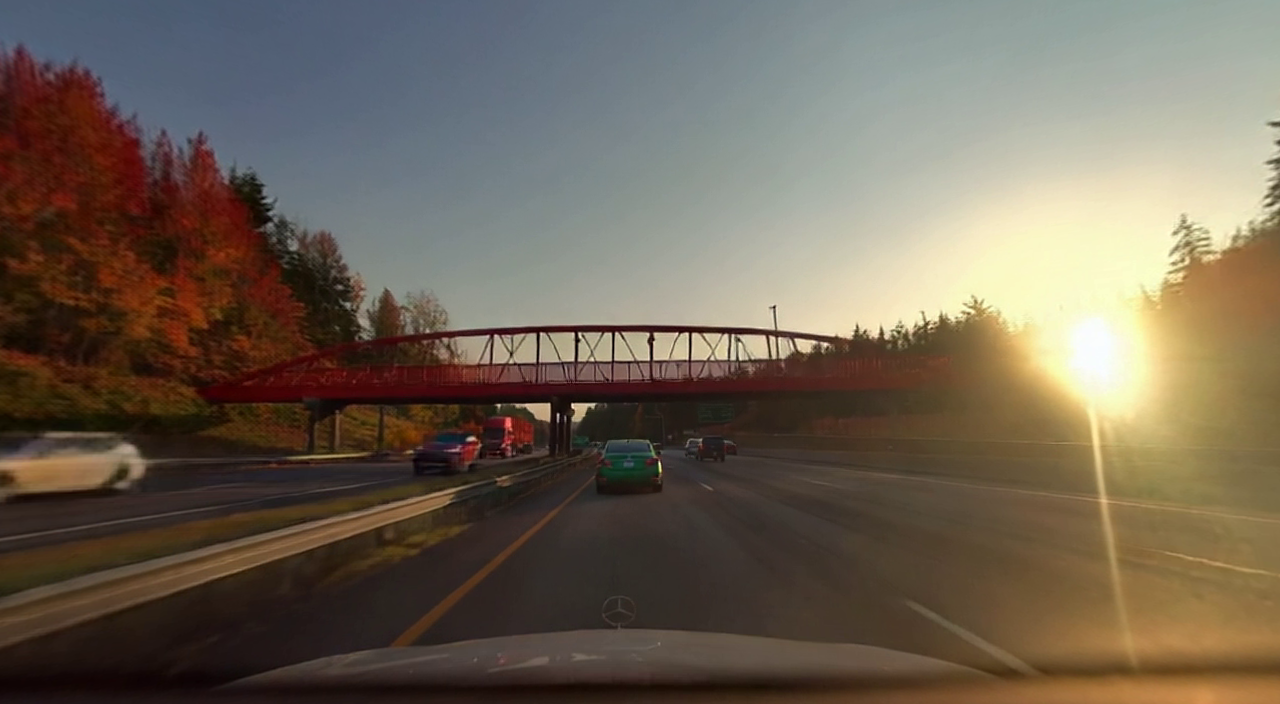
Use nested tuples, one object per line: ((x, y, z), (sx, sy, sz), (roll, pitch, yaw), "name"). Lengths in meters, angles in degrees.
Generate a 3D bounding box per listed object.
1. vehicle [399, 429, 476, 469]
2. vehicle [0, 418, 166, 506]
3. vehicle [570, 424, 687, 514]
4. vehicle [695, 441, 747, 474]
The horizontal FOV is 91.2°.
((-9.358, 4.536, 29.360), (2.111, 1.674, 4.548), (0, -9, -1), "vehicle")
((-12.051, 2.153, 12.420), (1.938, 1.516, 4.282), (0, -9, 0), "vehicle")
((-0.244, 2.587, 14.270), (2.259, 1.699, 4.015), (0, -9, 0), "vehicle")
((3.886, 5.134, 30.683), (1.894, 1.487, 3.751), (0, -9, -2), "vehicle")
